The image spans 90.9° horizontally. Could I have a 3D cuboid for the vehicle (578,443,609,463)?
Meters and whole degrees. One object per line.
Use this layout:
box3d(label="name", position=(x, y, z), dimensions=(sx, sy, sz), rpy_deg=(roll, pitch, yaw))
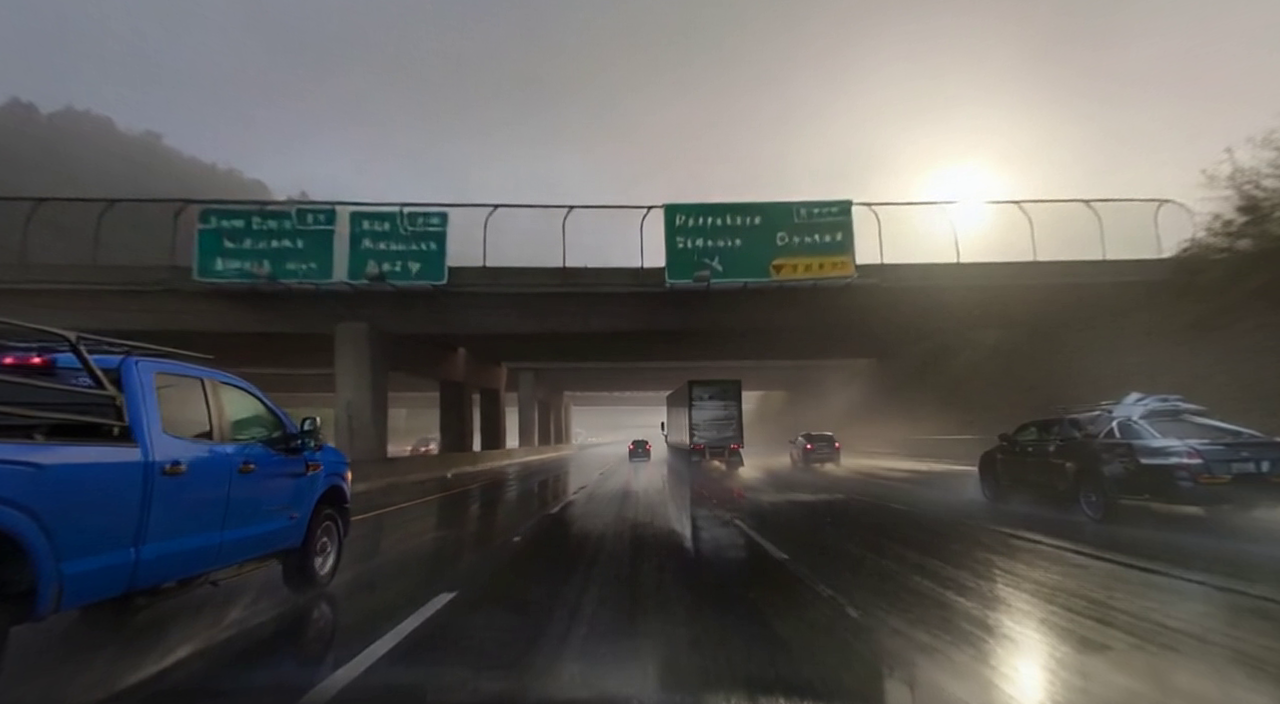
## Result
box3d(label="vehicle", position=(-3.453, 7.648, 47.842), dimensions=(2.077, 1.446, 4.106), rpy_deg=(0, -8, 0))

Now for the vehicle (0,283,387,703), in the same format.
box3d(label="vehicle", position=(-4.160, 0.863, 3.717), dimensions=(2.599, 2.054, 6.288), rpy_deg=(0, -8, 1))

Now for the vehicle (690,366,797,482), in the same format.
box3d(label="vehicle", position=(4.116, 3.443, 28.538), dimensions=(2.885, 4.036, 12.891), rpy_deg=(0, -8, 1))

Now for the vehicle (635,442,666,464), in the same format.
box3d(label="vehicle", position=(0.735, 7.208, 45.127), dimensions=(2.092, 1.446, 4.092), rpy_deg=(0, -8, 1))

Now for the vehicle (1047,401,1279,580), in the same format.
box3d(label="vehicle", position=(7.134, 1.480, 7.103), dimensions=(1.999, 1.700, 4.640), rpy_deg=(0, -8, 1))
